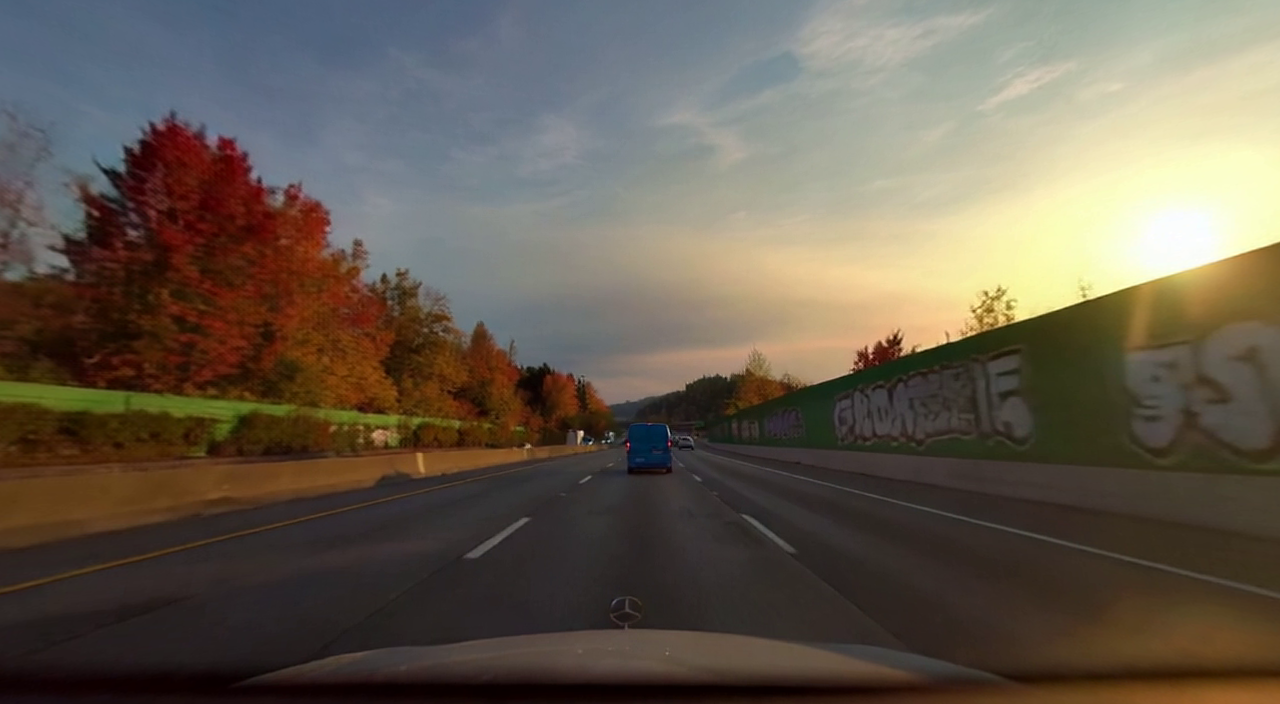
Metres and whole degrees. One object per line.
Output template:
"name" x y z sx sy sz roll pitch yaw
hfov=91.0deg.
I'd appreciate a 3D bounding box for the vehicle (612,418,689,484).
"vehicle" 0.277 3.269 20.935 2.283 1.956 4.421 0 -8 -1
